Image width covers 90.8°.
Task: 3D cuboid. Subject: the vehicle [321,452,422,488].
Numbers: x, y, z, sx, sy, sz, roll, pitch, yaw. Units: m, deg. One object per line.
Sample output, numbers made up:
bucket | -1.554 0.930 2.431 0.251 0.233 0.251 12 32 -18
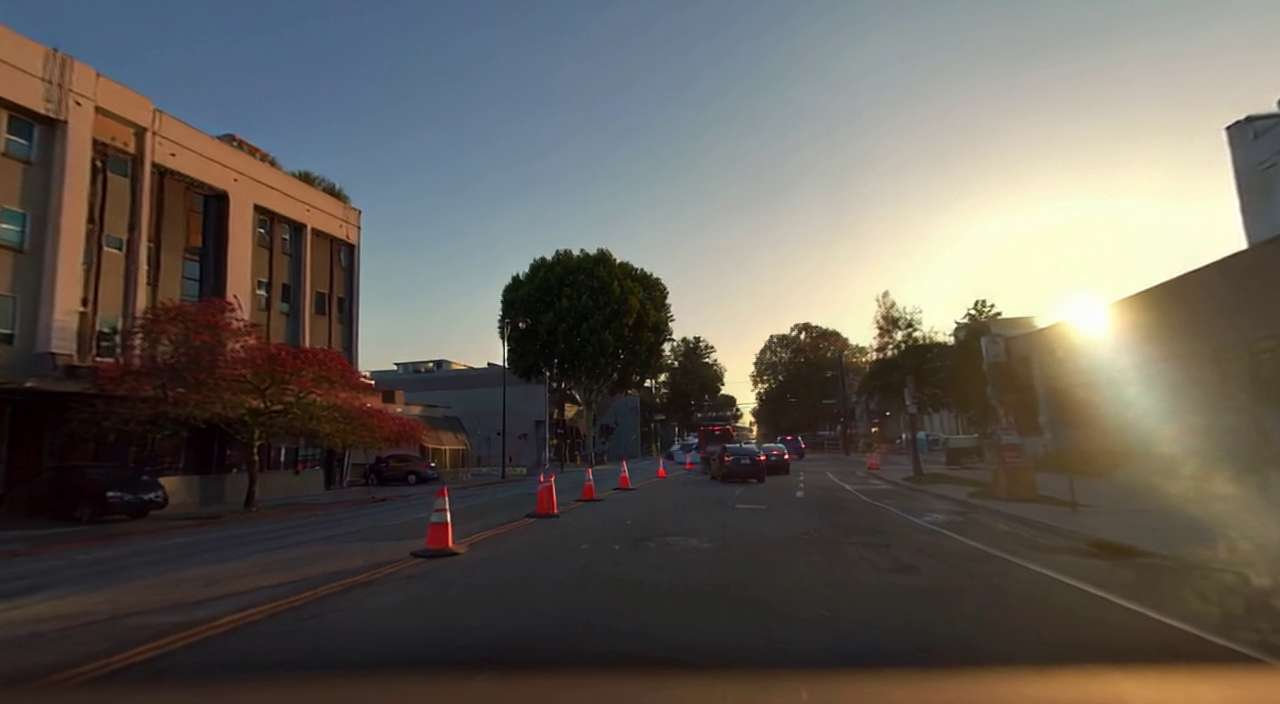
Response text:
vehicle | -13.729 6.025 32.394 4.397 1.698 1.932 -2 -9 12

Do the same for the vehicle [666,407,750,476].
vehicle | 4.327 5.222 36.606 2.977 3.271 12.748 -2 -9 14

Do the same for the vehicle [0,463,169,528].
vehicle | -16.130 3.881 17.436 4.952 1.510 2.115 -2 -9 11

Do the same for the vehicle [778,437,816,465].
vehicle | 11.845 7.441 47.491 2.110 1.942 4.376 -3 -9 22

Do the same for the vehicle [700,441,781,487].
vehicle | 3.560 4.051 23.198 2.159 1.506 4.086 0 -8 -2
